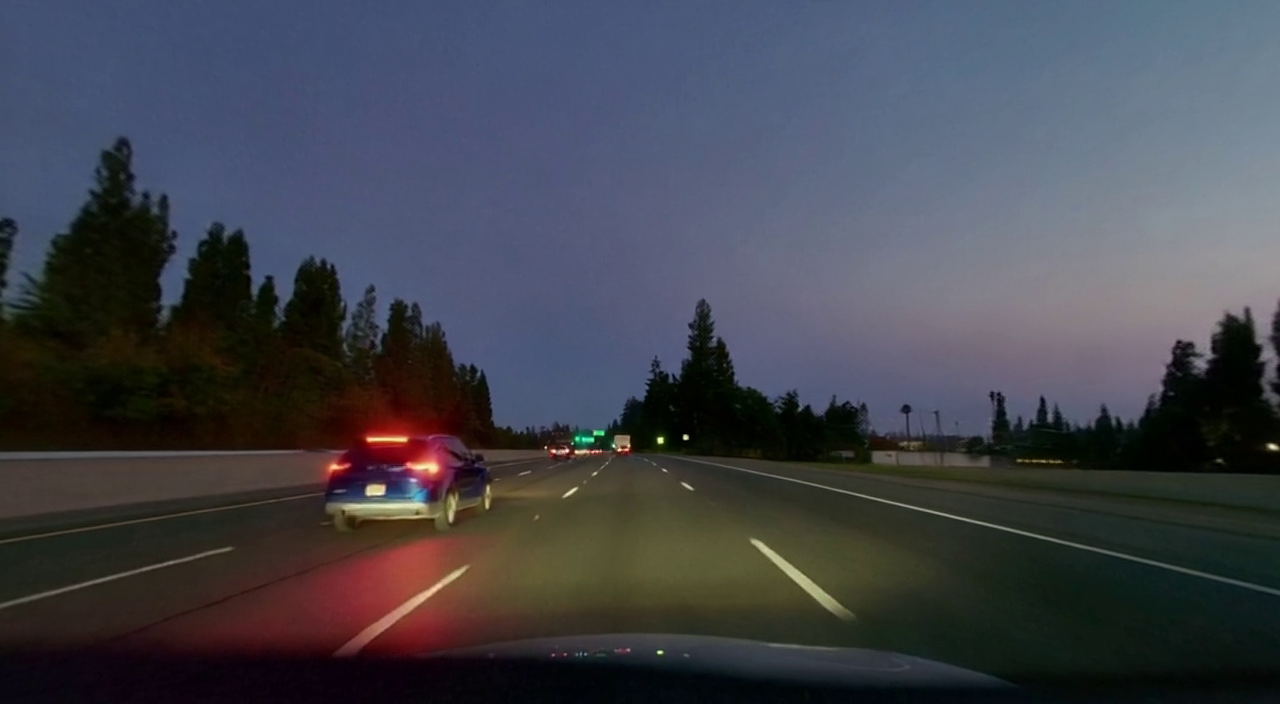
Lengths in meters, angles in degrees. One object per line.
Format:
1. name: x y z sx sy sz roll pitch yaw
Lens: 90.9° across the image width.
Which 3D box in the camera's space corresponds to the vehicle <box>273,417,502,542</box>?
1. vehicle: -4.033 2.122 11.146 2.162 1.724 4.537 0 -8 0
